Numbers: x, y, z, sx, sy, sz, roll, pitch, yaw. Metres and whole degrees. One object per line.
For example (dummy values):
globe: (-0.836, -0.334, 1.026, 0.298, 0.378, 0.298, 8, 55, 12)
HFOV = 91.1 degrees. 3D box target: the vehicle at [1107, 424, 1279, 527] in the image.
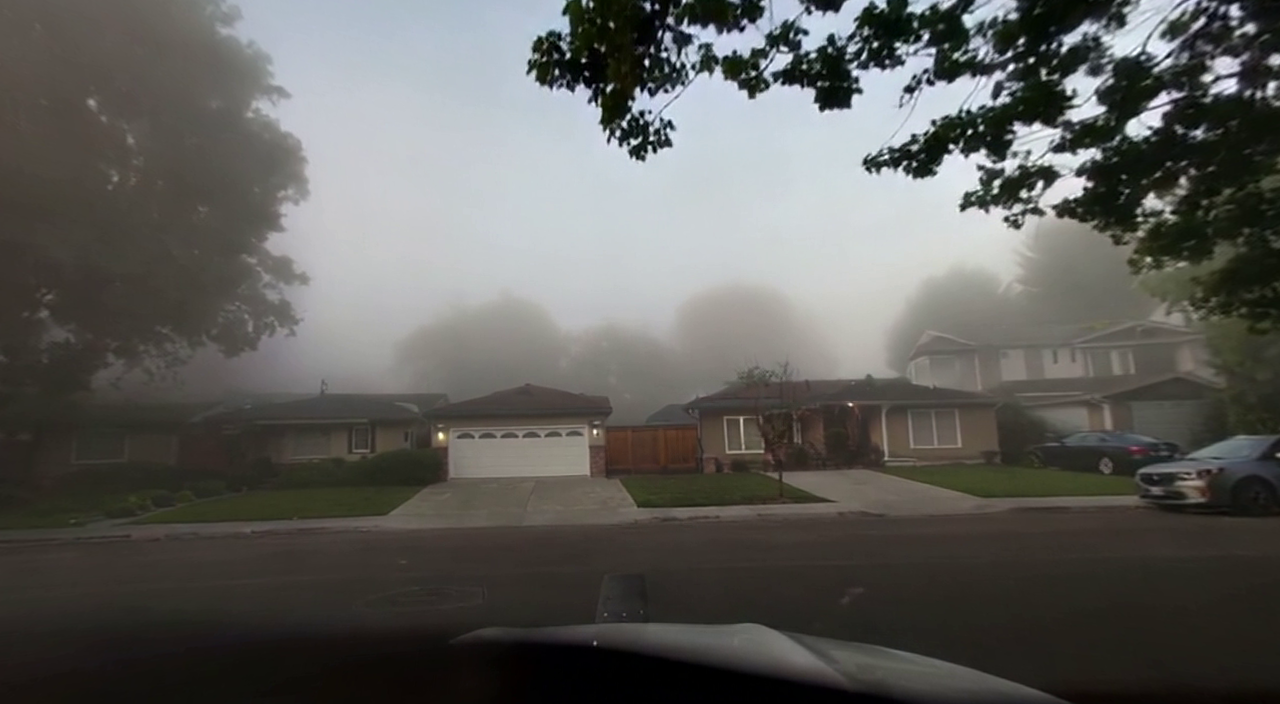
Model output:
vehicle: (11.253, 2.099, 10.942, 4.658, 1.615, 1.894, 0, -8, 0)
